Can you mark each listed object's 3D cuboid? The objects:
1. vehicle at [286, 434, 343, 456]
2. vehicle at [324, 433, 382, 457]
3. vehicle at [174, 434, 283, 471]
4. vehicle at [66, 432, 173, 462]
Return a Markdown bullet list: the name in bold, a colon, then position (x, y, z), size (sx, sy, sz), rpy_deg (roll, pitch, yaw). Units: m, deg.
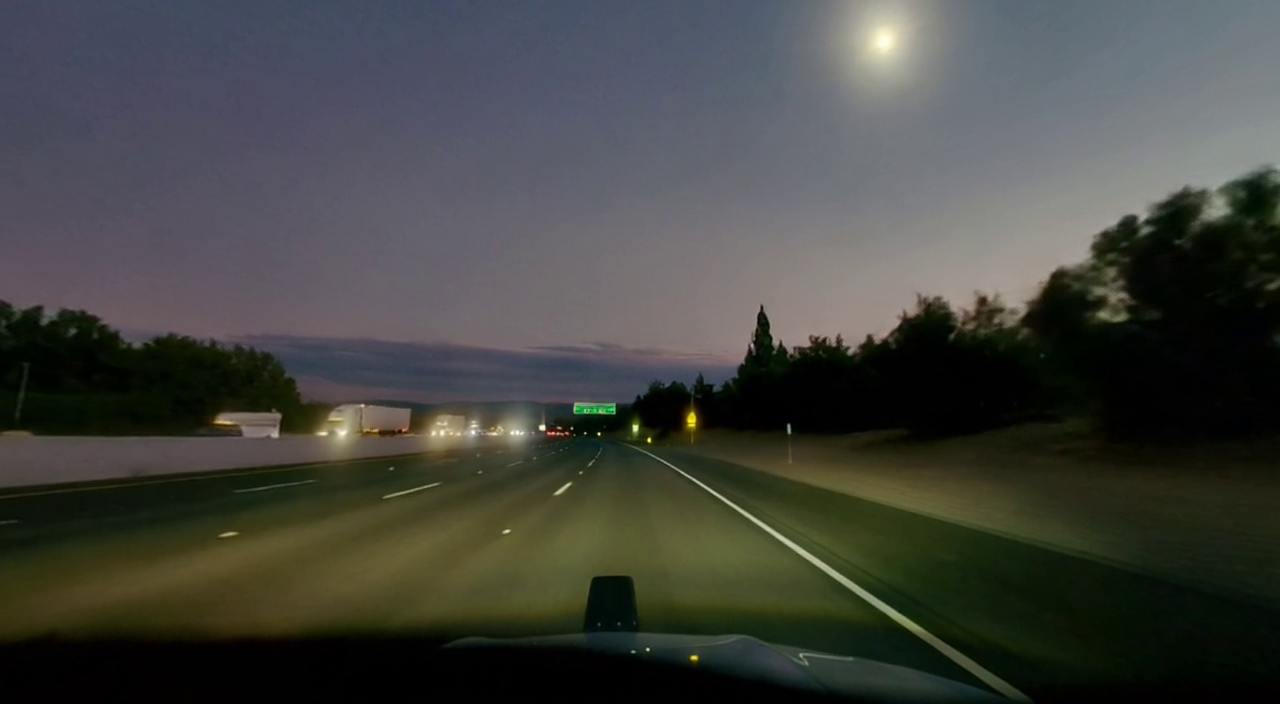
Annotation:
- **vehicle**: position (-22.860, 6.526, 44.464), size (1.815, 1.416, 4.350), rpy_deg (0, -8, -2)
- **vehicle**: position (-18.708, 6.057, 41.271), size (1.851, 1.449, 4.293), rpy_deg (0, -8, -1)
- **vehicle**: position (-19.077, 4.629, 29.502), size (1.995, 1.584, 4.624), rpy_deg (0, -8, -1)
- **vehicle**: position (-26.190, 4.795, 31.961), size (1.799, 1.417, 4.395), rpy_deg (0, -8, -2)
